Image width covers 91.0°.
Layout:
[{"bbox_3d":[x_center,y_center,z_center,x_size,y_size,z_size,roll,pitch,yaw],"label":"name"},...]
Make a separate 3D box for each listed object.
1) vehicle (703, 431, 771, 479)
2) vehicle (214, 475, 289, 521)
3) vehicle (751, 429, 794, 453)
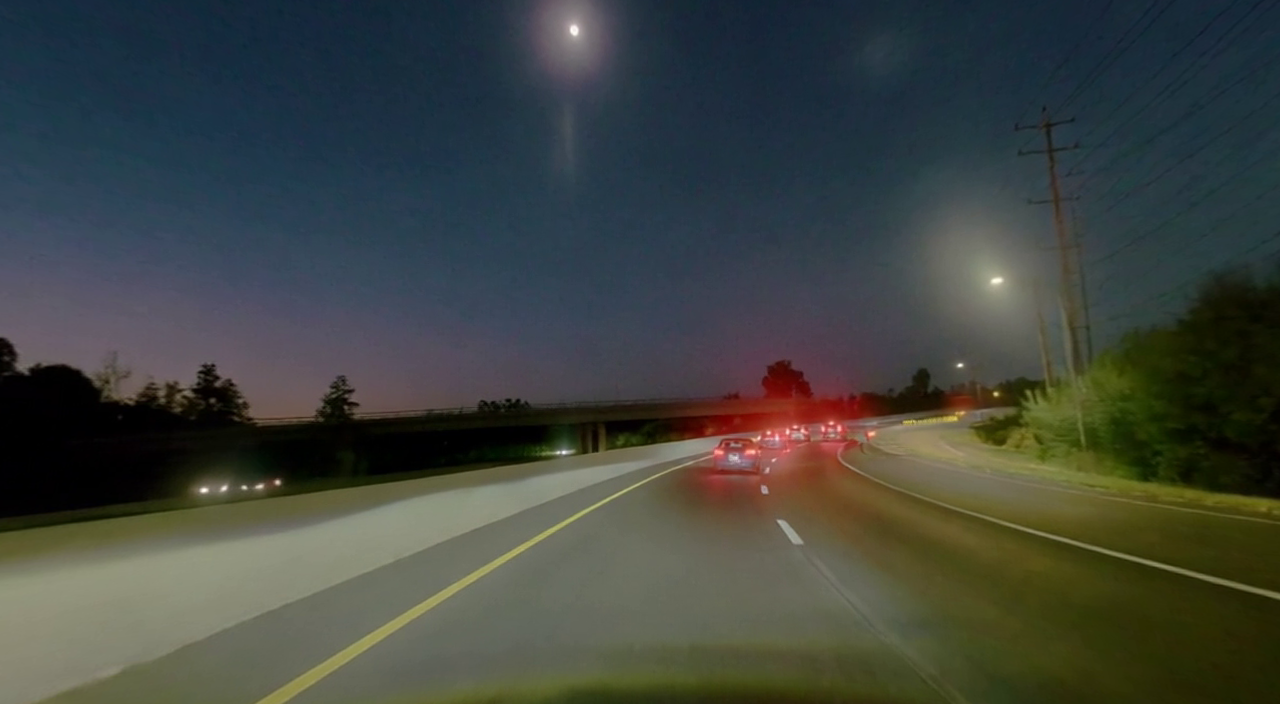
[{"bbox_3d":[3.493,3.573,22.093,2.091,1.482,4.321,-2,-9,11],"label":"vehicle"},{"bbox_3d":[-15.725,5.875,25.679,1.879,1.449,4.002,3,-9,-22],"label":"vehicle"},{"bbox_3d":[8.561,5.728,40.433,2.078,1.474,4.165,-3,-9,20],"label":"vehicle"}]
